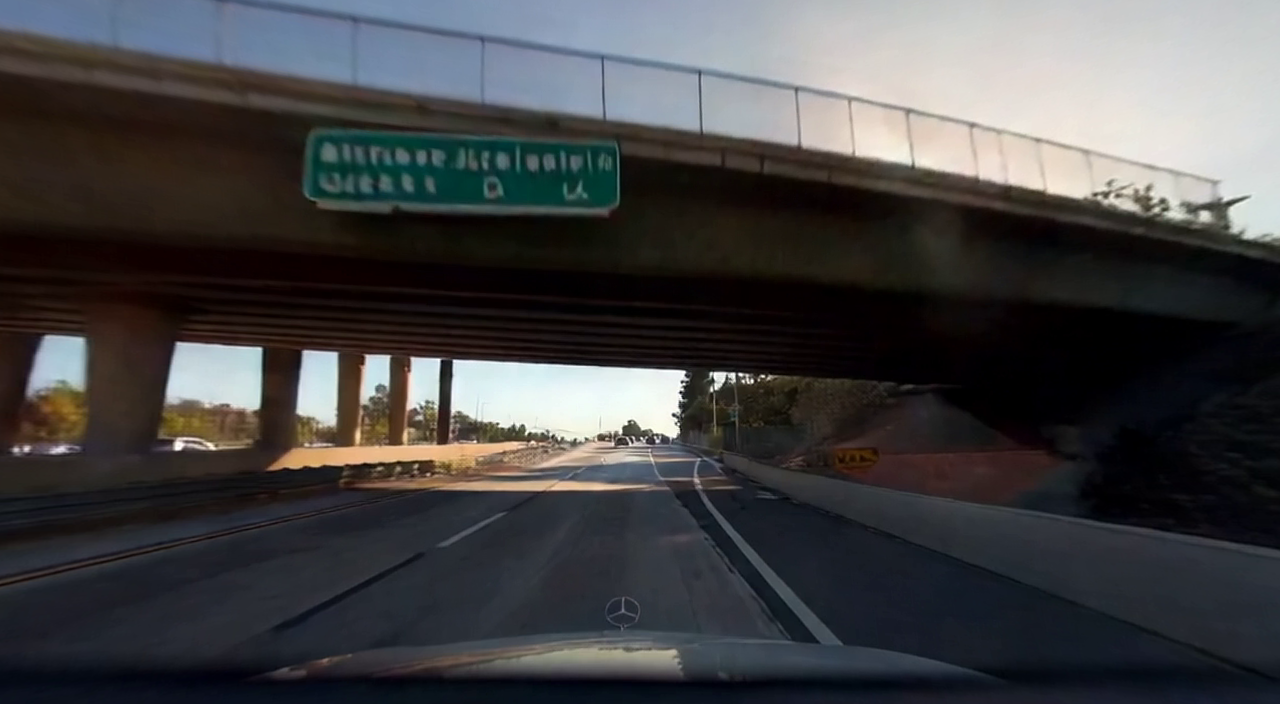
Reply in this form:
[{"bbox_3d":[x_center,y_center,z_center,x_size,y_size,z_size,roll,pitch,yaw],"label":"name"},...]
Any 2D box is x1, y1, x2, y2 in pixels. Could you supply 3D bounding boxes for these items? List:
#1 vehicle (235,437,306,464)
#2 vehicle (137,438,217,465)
[{"bbox_3d":[-22.362,5.968,38.411,2.271,1.537,4.029,1,-8,-7],"label":"vehicle"},{"bbox_3d":[-27.667,5.944,37.942,1.829,1.520,4.505,1,-8,-8],"label":"vehicle"}]
